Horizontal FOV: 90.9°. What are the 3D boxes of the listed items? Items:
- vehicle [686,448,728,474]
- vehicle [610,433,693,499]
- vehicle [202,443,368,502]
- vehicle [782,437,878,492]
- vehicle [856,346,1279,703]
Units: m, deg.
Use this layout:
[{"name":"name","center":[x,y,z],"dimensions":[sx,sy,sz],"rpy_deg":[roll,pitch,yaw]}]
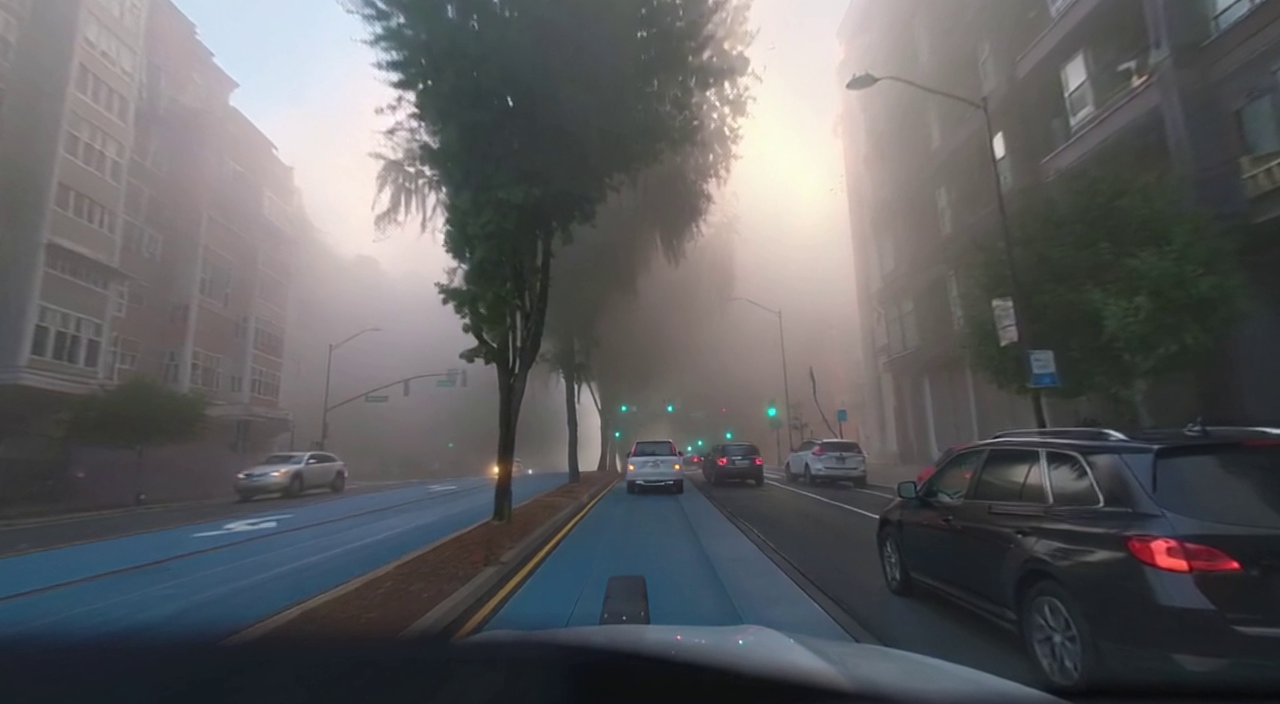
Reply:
[{"name":"vehicle","center":[3.891,6.427,37.412],"dimensions":[2.045,1.465,4.355],"rpy_deg":[0,-9,0]},{"name":"vehicle","center":[0.324,3.394,19.114],"dimensions":[2.209,1.748,4.130],"rpy_deg":[0,-9,0]},{"name":"vehicle","center":[-13.886,4.731,25.412],"dimensions":[2.640,2.054,6.504],"rpy_deg":[-1,-9,3]},{"name":"vehicle","center":[6.709,4.028,22.888],"dimensions":[2.066,1.790,4.663],"rpy_deg":[0,-9,1]},{"name":"vehicle","center":[3.168,1.149,4.328],"dimensions":[1.939,1.746,4.091],"rpy_deg":[0,-9,1]}]
